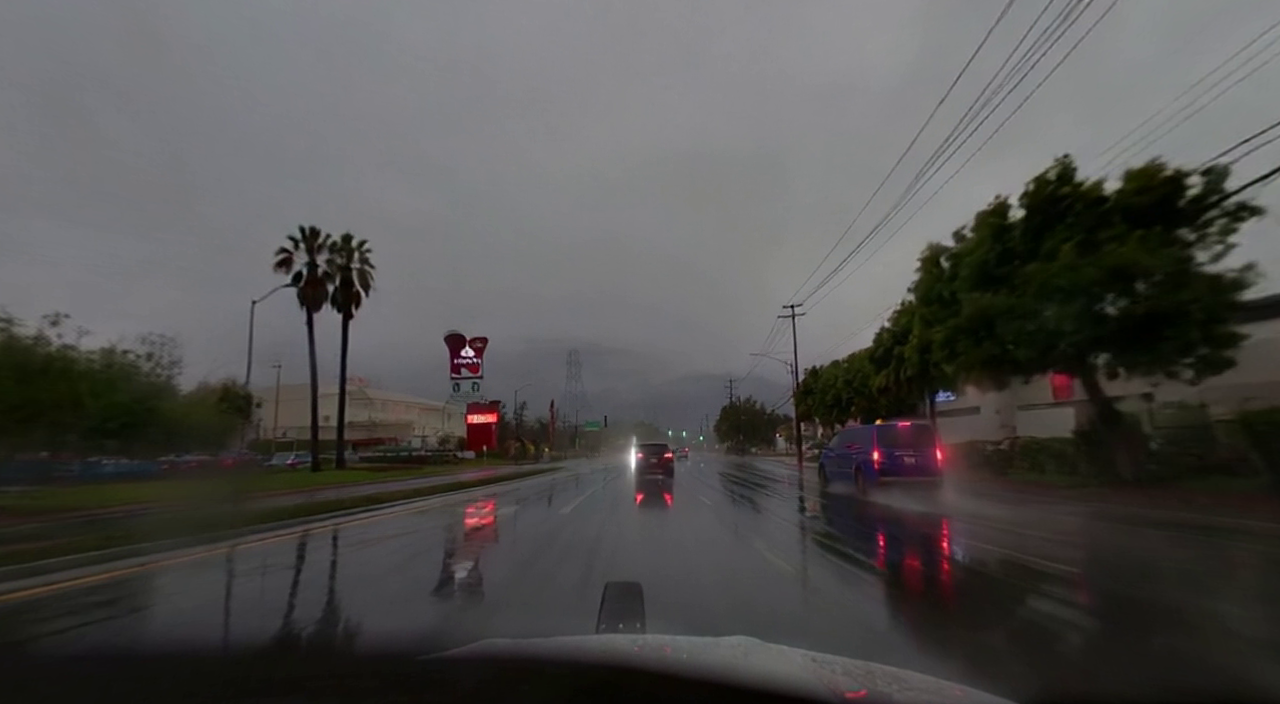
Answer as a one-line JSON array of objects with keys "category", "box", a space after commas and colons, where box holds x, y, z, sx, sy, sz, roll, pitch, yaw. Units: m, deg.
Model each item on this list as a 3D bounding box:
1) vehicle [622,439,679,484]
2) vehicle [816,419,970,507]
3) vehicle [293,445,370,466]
[{"category": "vehicle", "box": [0.453, 4.411, 25.588, 2.138, 1.672, 4.168, 0, -9, 2]}, {"category": "vehicle", "box": [6.257, 2.813, 16.278, 2.107, 1.928, 4.471, 0, -9, 0]}, {"category": "vehicle", "box": [-23.597, 7.914, 48.255, 4.942, 1.557, 2.032, -1, -9, 8]}]
